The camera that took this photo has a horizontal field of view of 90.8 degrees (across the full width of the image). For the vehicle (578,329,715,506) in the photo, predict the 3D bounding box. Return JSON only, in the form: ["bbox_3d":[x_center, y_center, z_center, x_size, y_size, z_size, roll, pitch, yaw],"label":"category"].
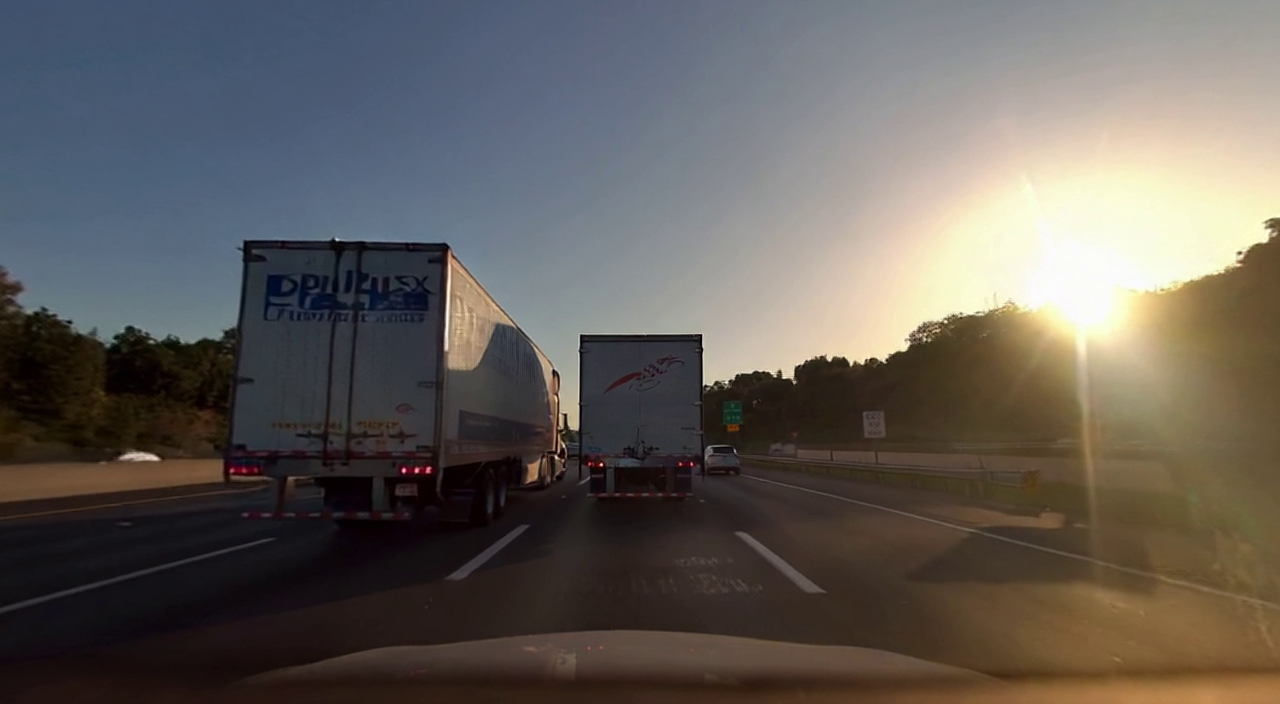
[{"bbox_3d":[0.068,2.105,18.511,2.910,3.828,9.805,0,-9,-1],"label":"vehicle"}]

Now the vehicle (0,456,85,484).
[{"bbox_3d":[-31.964,6.169,33.294,2.002,1.318,3.679,0,-9,1],"label":"vehicle"}]

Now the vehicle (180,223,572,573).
[{"bbox_3d":[-3.852,1.643,15.318,2.873,4.107,15.970,0,-9,-1],"label":"vehicle"}]

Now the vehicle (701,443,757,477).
[{"bbox_3d":[4.108,5.063,29.962,2.010,1.446,4.579,0,-9,0],"label":"vehicle"}]
